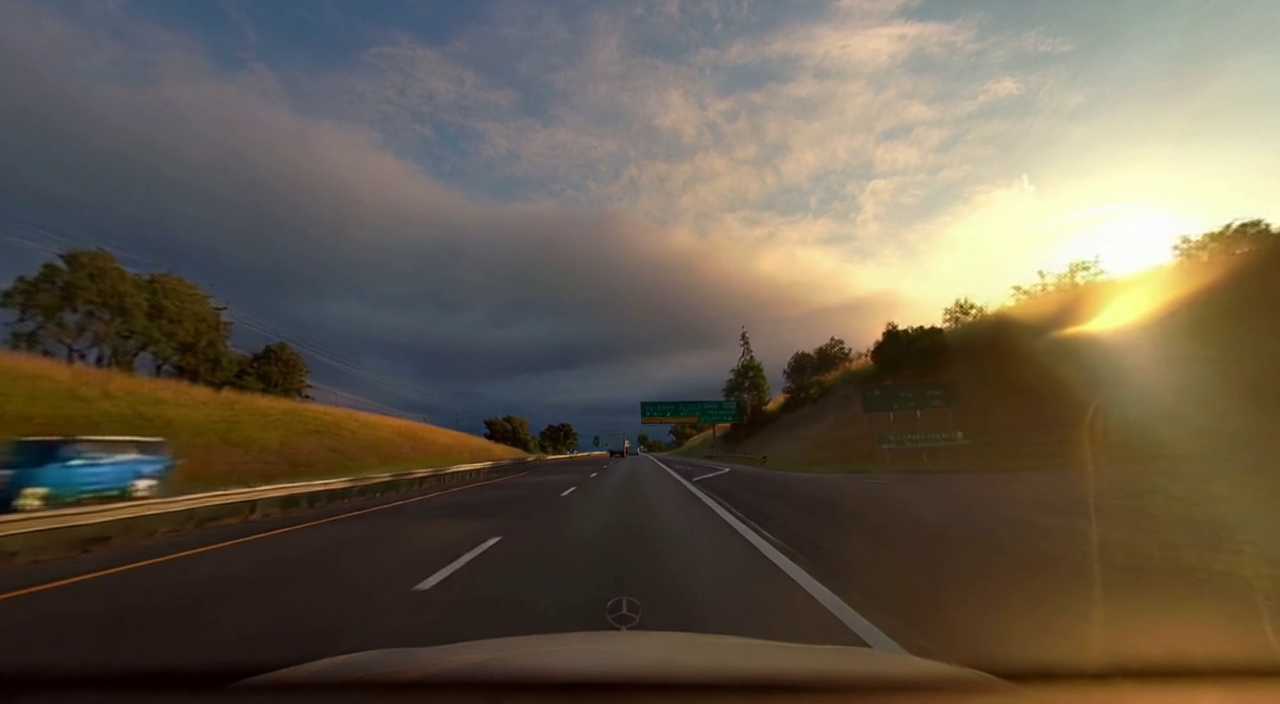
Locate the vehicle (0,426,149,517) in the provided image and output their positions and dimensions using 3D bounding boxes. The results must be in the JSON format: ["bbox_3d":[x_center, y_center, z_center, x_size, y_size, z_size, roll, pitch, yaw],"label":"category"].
[{"bbox_3d":[-12.197,2.327,12.569,1.975,1.575,3.441,0,-9,0],"label":"vehicle"}]
